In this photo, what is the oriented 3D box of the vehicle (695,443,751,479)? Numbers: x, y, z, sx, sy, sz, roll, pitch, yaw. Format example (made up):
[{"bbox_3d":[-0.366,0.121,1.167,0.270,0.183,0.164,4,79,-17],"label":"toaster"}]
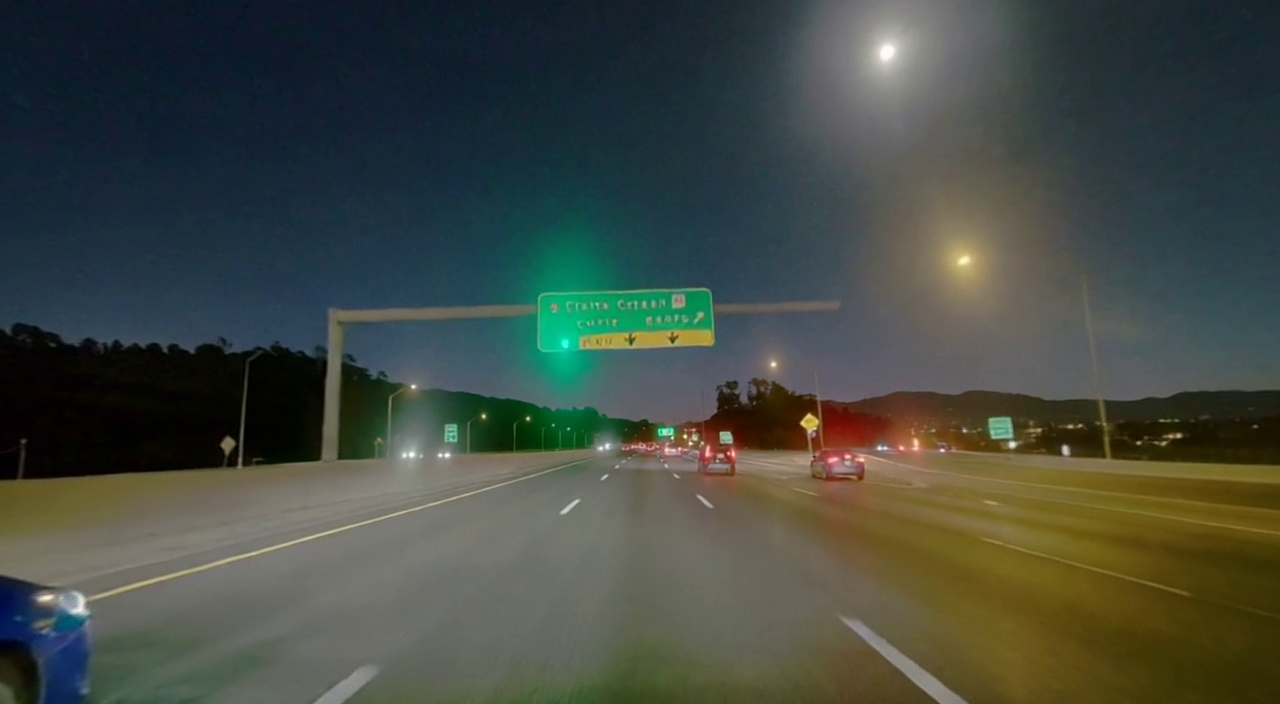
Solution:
[{"bbox_3d":[3.677,4.916,28.732,1.916,1.469,4.481,0,-8,-1],"label":"vehicle"}]
